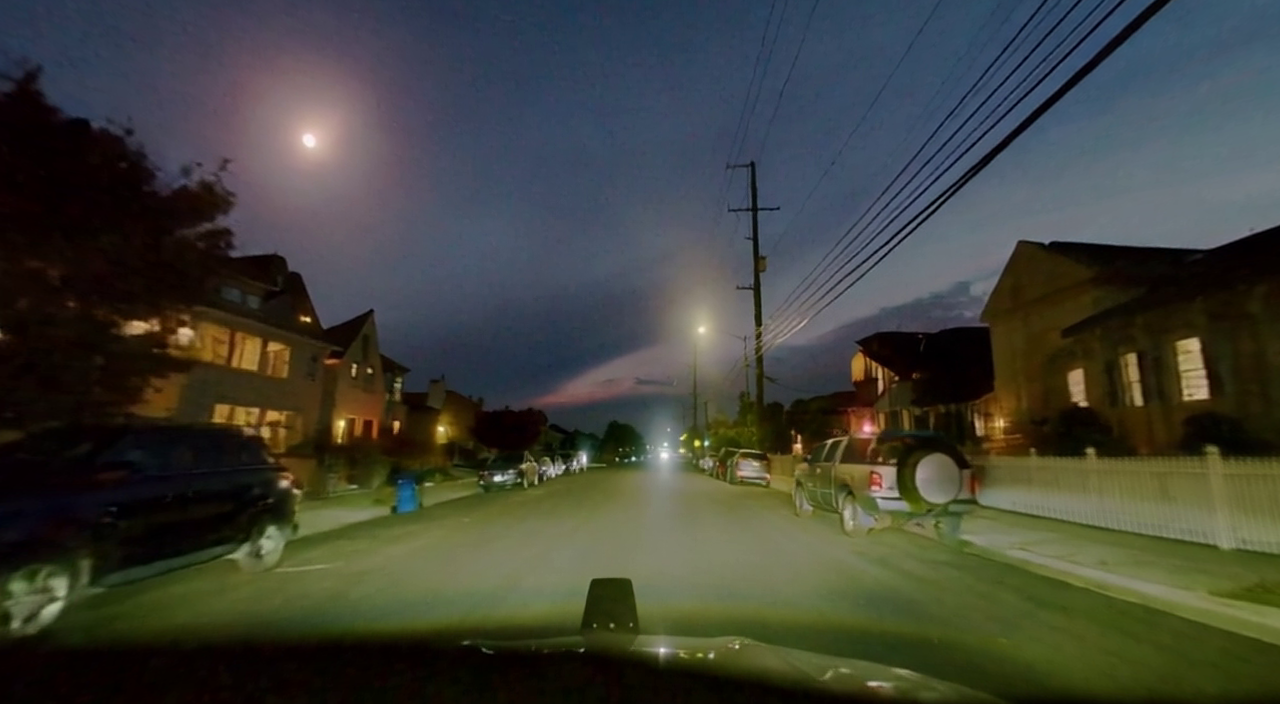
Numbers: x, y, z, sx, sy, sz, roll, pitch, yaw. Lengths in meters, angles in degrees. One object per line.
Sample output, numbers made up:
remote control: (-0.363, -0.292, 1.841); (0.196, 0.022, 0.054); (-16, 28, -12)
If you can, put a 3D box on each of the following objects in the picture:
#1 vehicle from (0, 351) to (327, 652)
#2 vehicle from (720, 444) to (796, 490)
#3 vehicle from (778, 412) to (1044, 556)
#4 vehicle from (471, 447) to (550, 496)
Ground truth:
vehicle: (-5.325, 1.329, 5.850); (2.194, 1.995, 4.814); (-3, -10, 3)
vehicle: (5.353, 5.306, 29.635); (2.462, 1.894, 6.076); (0, -9, 0)
vehicle: (4.597, 2.361, 12.162); (2.547, 2.075, 5.693); (0, -9, 0)
vehicle: (-4.831, 4.492, 24.232); (1.971, 1.648, 4.638); (0, -9, 1)
